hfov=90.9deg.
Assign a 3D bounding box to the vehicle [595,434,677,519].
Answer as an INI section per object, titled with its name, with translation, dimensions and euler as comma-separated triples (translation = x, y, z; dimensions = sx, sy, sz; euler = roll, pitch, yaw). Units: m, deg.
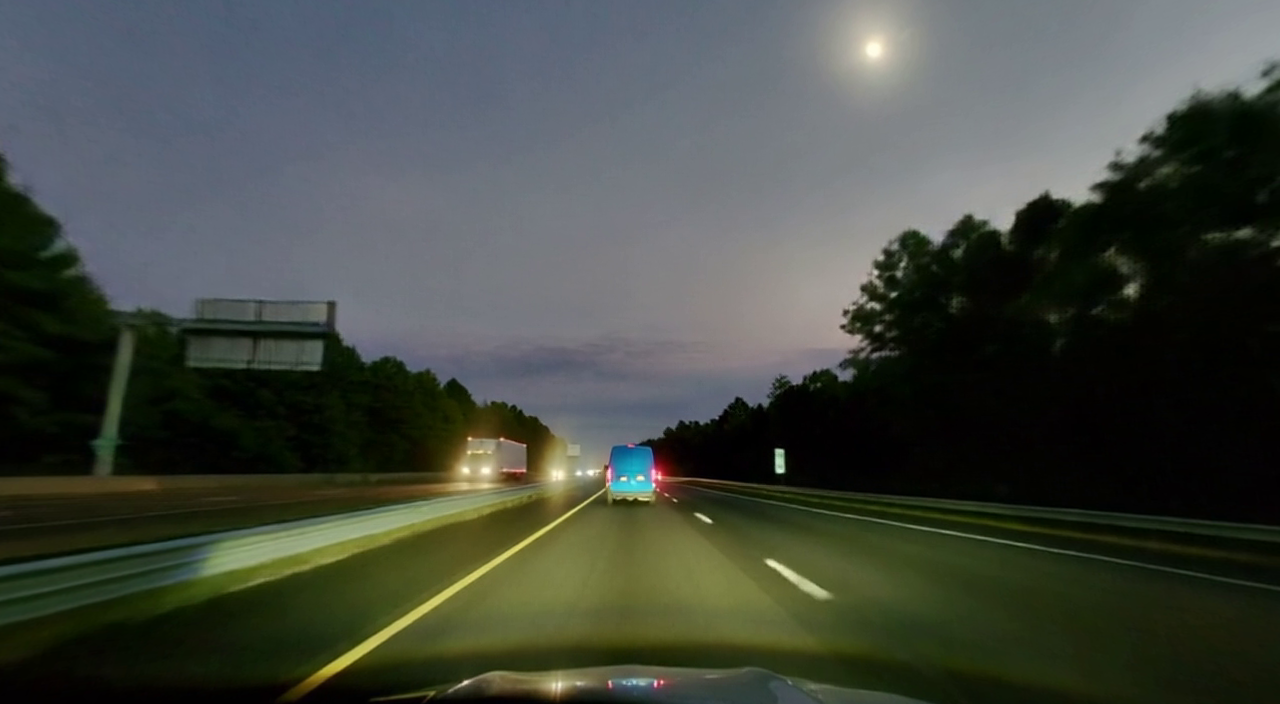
[vehicle]
translation = -0.246, 4.206, 21.589
dimensions = 2.375, 2.432, 6.161
euler = 1, -10, -3
